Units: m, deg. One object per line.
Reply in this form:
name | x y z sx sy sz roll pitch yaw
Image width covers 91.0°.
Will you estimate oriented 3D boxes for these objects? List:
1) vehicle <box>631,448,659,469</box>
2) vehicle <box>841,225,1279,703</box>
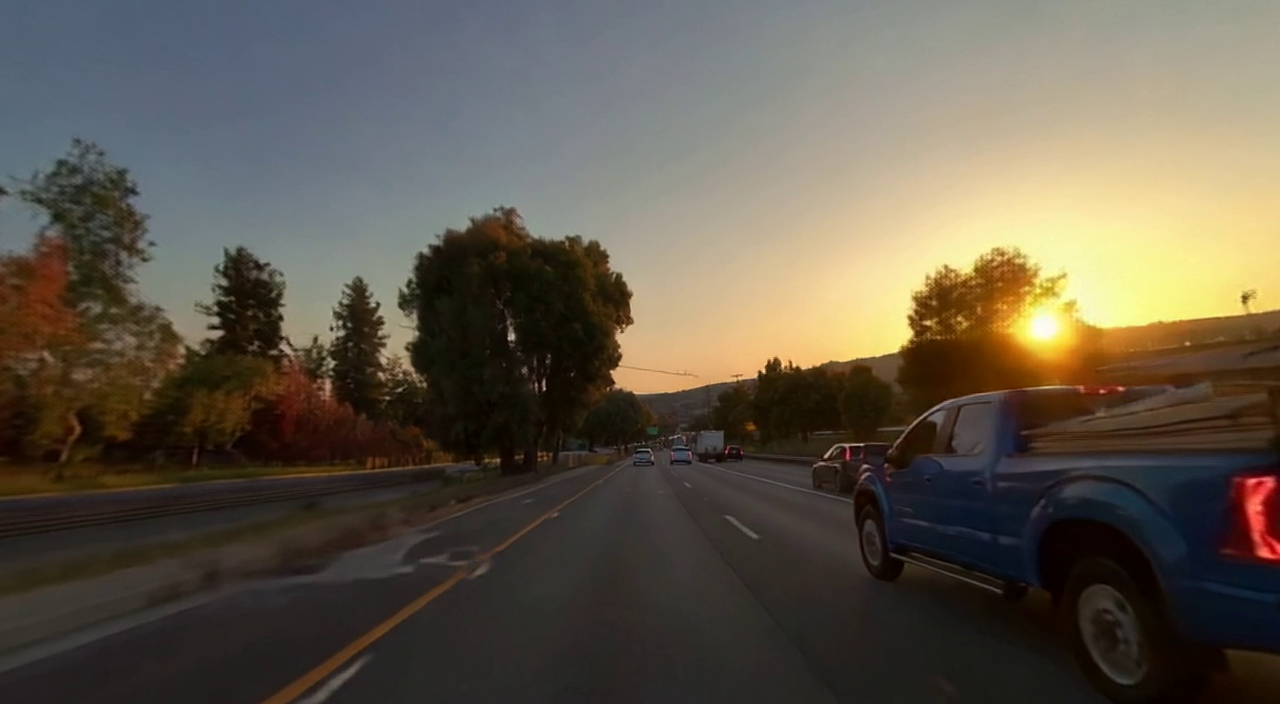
vehicle | 0.349 8.098 48.077 2.030 1.473 3.926 0 -9 0
vehicle | 3.546 0.917 4.493 2.354 2.079 5.586 0 -9 0
